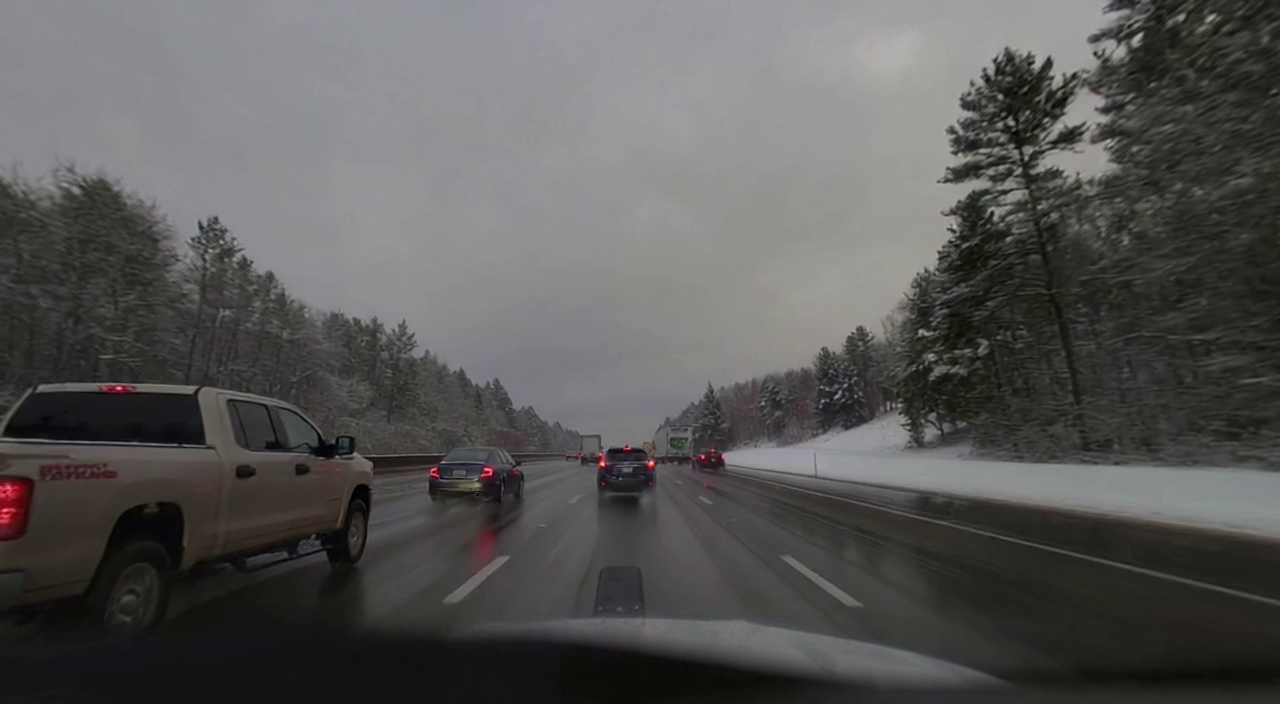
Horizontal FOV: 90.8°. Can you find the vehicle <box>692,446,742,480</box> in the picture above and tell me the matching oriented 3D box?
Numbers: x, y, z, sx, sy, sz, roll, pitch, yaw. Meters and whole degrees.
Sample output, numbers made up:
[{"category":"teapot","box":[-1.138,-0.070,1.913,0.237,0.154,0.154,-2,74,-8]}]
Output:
[{"category":"vehicle","box":[3.743,5.470,31.352,1.858,1.537,3.838,0,-9,-2]}]

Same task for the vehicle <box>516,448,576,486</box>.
[{"category":"vehicle","box":[-3.928,4.875,27.125,1.999,1.484,4.269,0,-9,-1]}]

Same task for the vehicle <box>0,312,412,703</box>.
[{"category":"vehicle","box":[-3.864,1.146,5.013,2.243,1.889,4.949,0,-9,0]}]

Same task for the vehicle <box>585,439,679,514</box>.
[{"category":"vehicle","box":[-0.181,2.934,15.199,1.996,1.574,3.426,0,-9,0]}]

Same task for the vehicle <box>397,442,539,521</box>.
[{"category":"vehicle","box":[-3.707,2.875,14.531,1.988,1.501,4.438,0,-9,0]}]
